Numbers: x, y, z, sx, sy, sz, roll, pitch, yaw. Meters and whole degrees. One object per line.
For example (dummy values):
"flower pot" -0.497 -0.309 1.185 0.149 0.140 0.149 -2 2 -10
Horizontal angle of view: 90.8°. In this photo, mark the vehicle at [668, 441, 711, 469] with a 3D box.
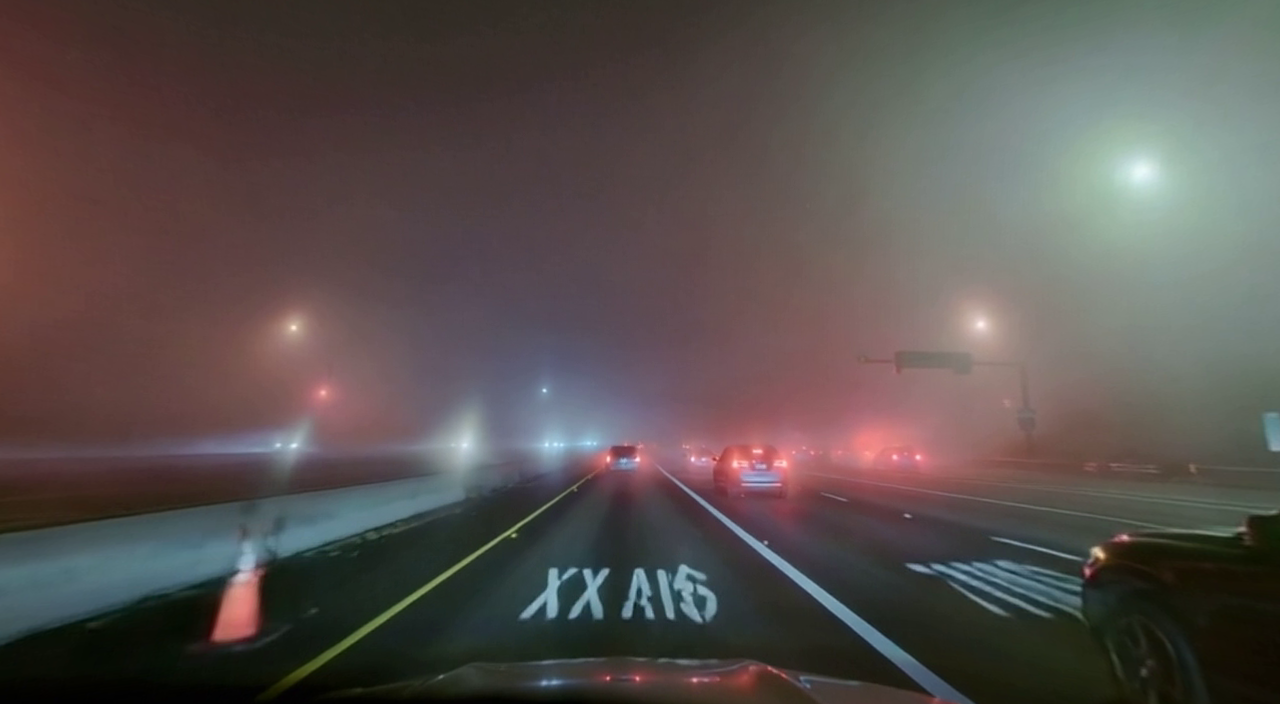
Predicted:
"vehicle" 2.779 5.867 36.056 1.916 1.487 4.117 0 -9 -3

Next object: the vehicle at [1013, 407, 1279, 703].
"vehicle" 3.280 0.836 1.618 1.996 1.455 4.281 0 -8 -1

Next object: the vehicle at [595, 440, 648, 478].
"vehicle" -0.773 4.501 26.736 2.069 1.470 4.004 0 -8 -1

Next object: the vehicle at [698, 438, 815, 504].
"vehicle" 2.799 2.995 16.367 2.042 1.460 4.451 0 -8 -2
